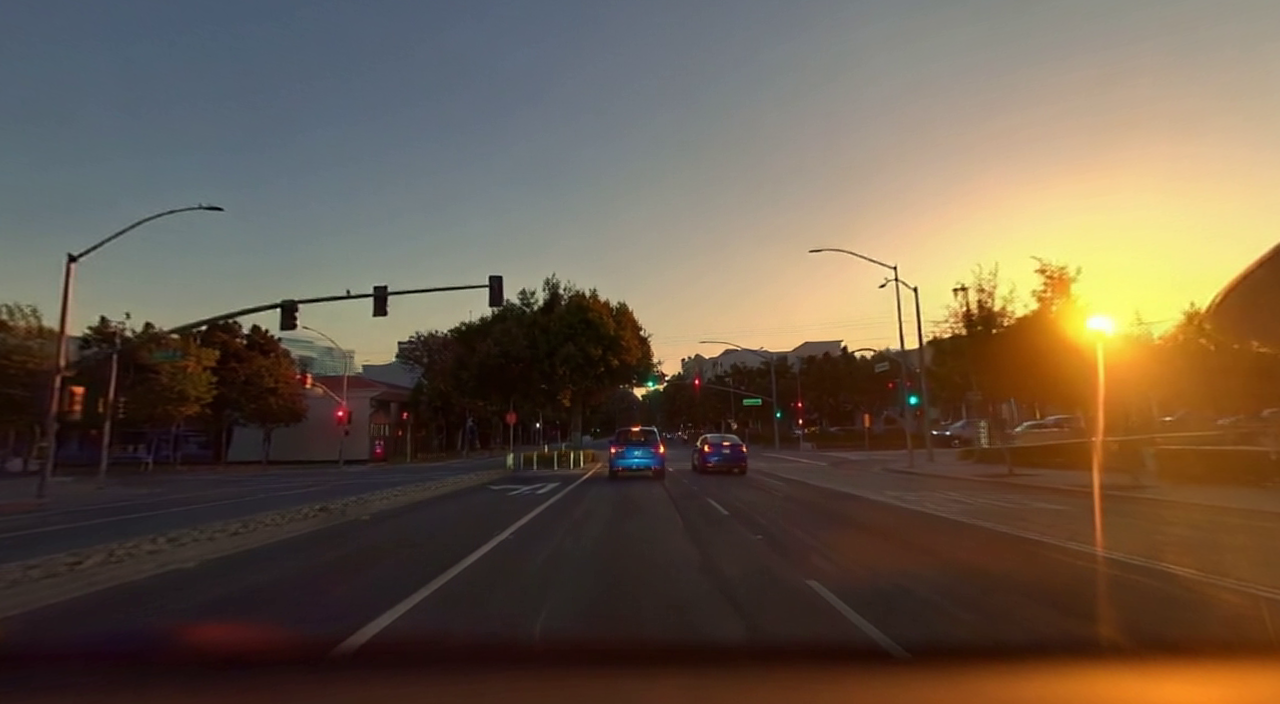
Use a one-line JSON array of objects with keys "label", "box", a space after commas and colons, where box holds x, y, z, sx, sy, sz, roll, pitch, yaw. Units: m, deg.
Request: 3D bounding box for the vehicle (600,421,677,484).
[{"label": "vehicle", "box": [-0.144, 3.506, 22.280, 2.413, 1.939, 4.716, 0, -8, -2]}]

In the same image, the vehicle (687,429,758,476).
[{"label": "vehicle", "box": [3.212, 4.037, 25.568, 2.107, 1.736, 4.228, 0, -8, -2]}]
